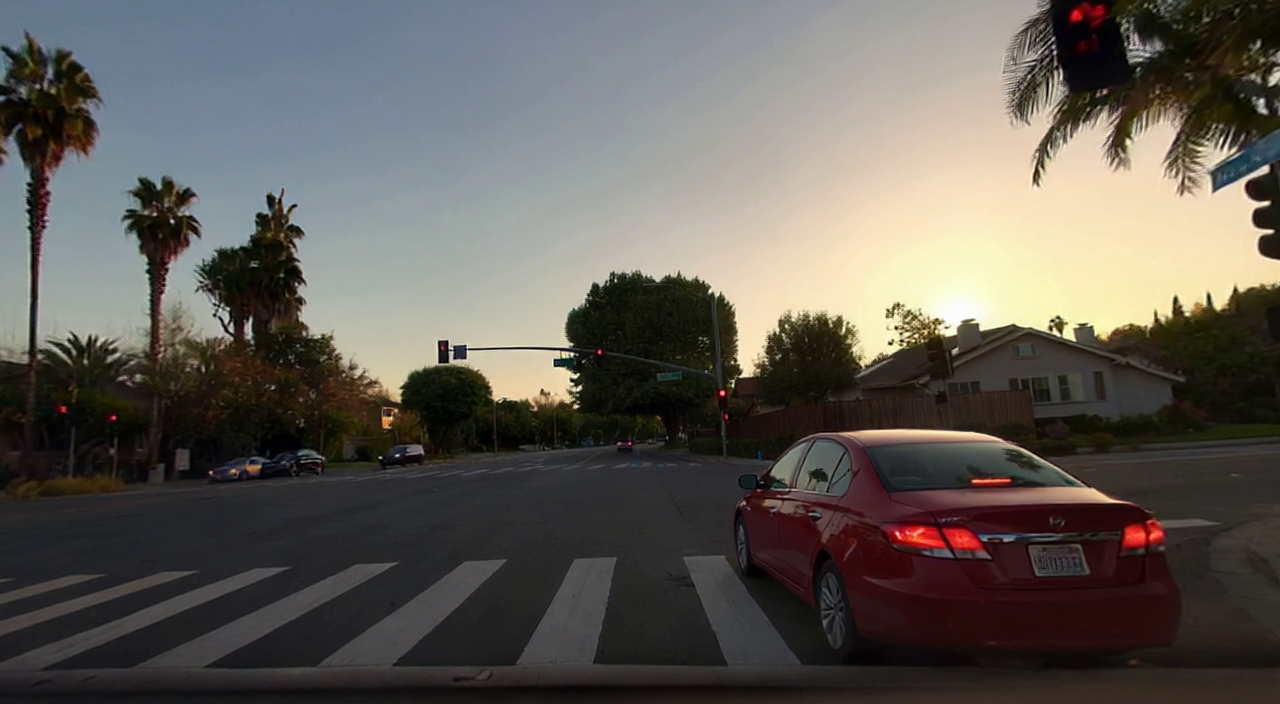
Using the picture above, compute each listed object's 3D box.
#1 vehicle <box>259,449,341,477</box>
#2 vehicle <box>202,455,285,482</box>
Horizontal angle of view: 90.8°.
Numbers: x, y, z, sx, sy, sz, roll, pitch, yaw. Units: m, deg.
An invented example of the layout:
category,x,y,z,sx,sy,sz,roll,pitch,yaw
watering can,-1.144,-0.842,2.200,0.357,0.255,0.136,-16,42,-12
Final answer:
category,x,y,z,sx,sy,sz,roll,pitch,yaw
vehicle,-20.028,6.524,37.512,2.084,1.528,4.778,0,-9,1
vehicle,-24.112,7.075,38.642,2.019,1.427,4.630,-1,-9,2
